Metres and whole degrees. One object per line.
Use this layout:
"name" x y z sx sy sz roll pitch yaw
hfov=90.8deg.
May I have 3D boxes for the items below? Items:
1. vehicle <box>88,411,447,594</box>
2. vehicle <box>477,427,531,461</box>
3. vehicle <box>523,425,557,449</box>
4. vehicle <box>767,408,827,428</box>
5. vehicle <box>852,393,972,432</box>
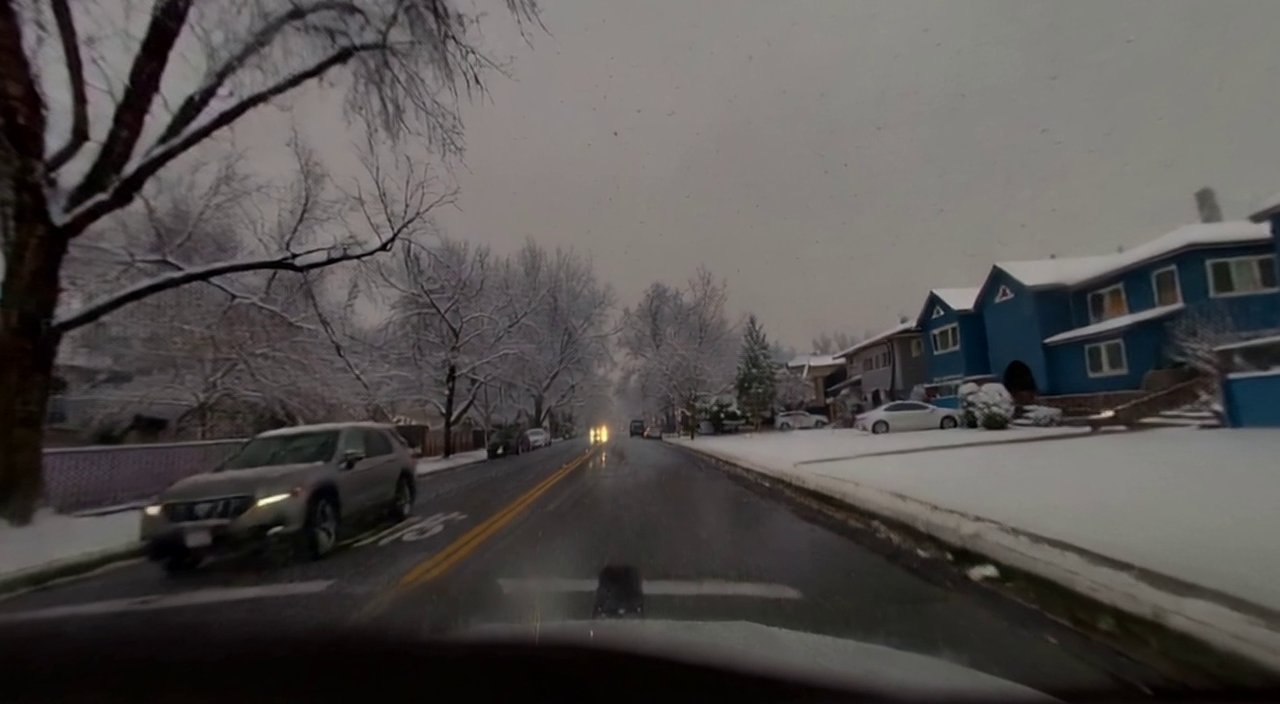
"vehicle" -4.202 1.699 8.227 1.973 1.683 4.400 -1 -7 0
"vehicle" -7.126 4.844 33.624 2.031 1.662 4.194 -1 -7 -1
"vehicle" -7.528 6.423 48.012 2.033 1.721 4.328 -1 -7 -2
"vehicle" 12.160 5.159 49.052 4.370 1.433 1.889 -3 -8 11
"vehicle" 11.910 2.710 27.944 4.389 1.480 2.038 -3 -7 8
